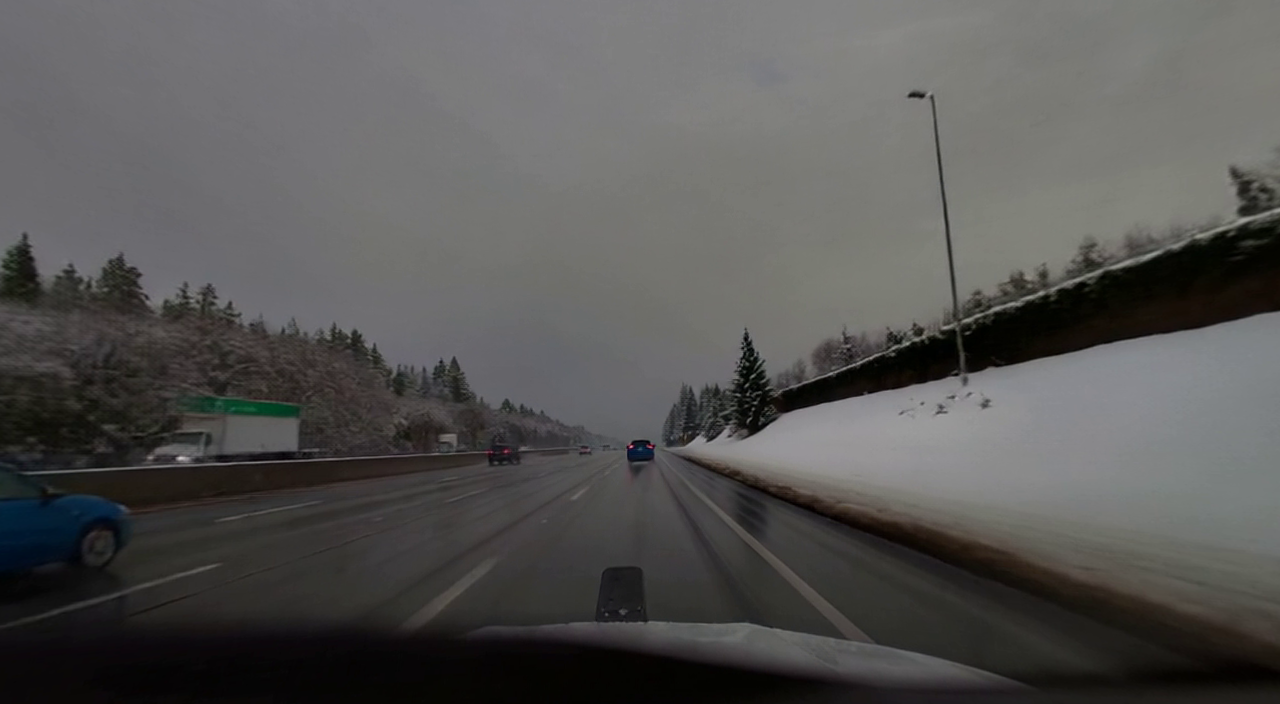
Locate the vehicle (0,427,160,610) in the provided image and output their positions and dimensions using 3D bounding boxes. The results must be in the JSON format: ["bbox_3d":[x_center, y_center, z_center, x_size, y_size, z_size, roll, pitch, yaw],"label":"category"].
[{"bbox_3d":[-6.633,1.383,5.024,2.116,1.570,4.377,0,-8,0],"label":"vehicle"}]

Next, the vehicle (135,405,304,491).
[{"bbox_3d":[-14.184,3.313,21.792,2.499,2.625,4.804,0,-9,-1],"label":"vehicle"}]

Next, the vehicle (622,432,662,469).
[{"bbox_3d":[0.103,6.153,39.491,2.318,2.145,4.561,0,-8,0],"label":"vehicle"}]

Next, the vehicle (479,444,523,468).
[{"bbox_3d":[-10.122,7.587,46.140,2.037,1.661,4.885,0,-8,1],"label":"vehicle"}]
